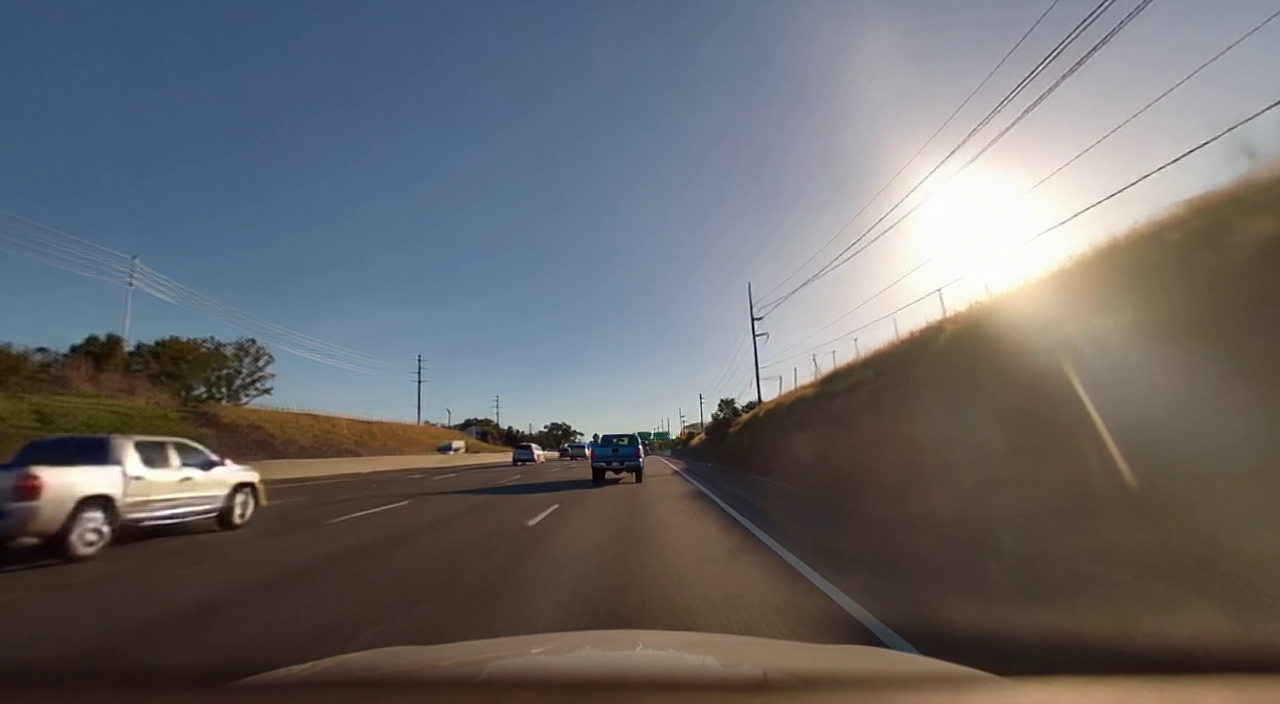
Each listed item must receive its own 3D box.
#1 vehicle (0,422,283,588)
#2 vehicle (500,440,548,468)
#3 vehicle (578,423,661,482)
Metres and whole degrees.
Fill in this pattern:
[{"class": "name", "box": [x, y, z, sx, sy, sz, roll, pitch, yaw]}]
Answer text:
[{"class": "vehicle", "box": [-7.125, 1.737, 7.905, 2.189, 1.553, 5.202, 0, -8, 0]}, {"class": "vehicle", "box": [-7.130, 6.314, 39.075, 2.055, 1.618, 4.457, 0, -9, 1]}, {"class": "vehicle", "box": [-0.732, 4.081, 25.761, 2.972, 2.087, 6.126, 0, -8, 0]}]
